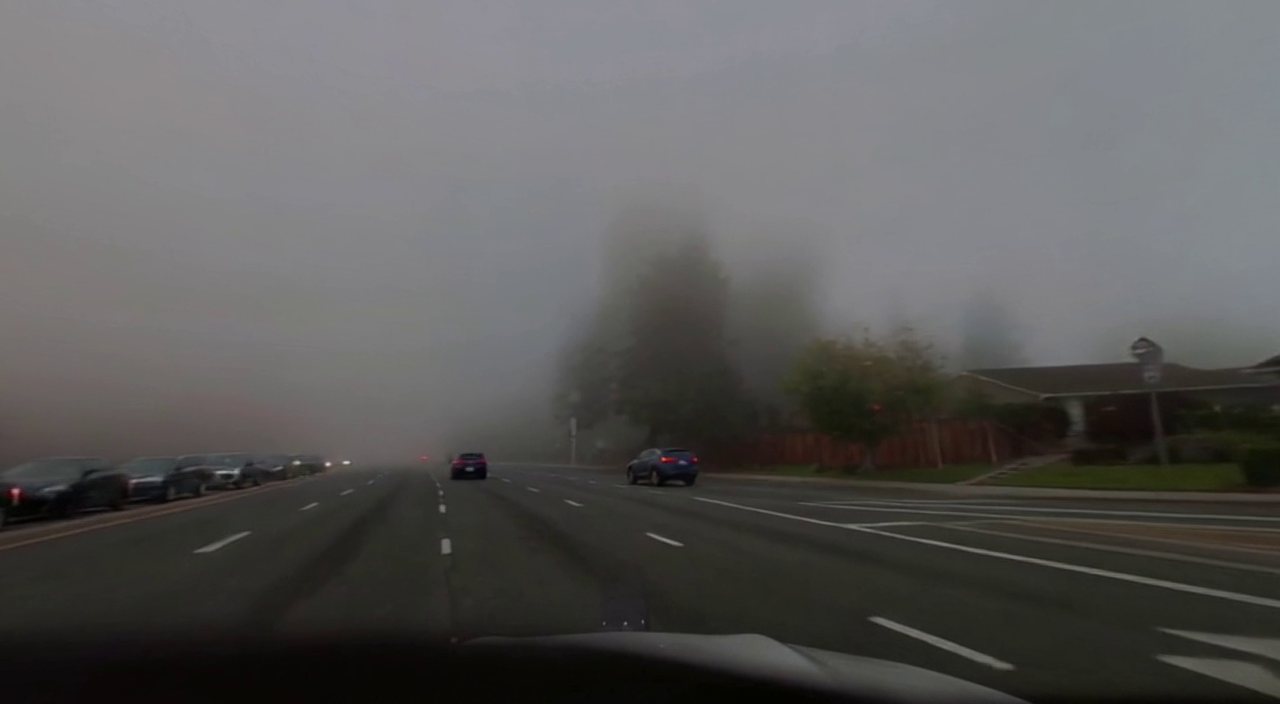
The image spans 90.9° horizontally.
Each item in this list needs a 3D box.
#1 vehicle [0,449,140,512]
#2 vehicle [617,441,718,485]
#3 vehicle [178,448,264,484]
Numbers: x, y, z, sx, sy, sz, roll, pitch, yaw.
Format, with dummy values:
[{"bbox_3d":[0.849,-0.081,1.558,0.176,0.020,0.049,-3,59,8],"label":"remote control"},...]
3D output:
[{"bbox_3d":[-15.713,3.326,16.860,2.043,1.431,4.659,3,-9,-18],"label":"vehicle"},{"bbox_3d":[1.122,4.964,28.577,2.102,1.798,4.995,5,-10,-31],"label":"vehicle"},{"bbox_3d":[-19.641,5.335,29.816,2.057,1.537,4.410,3,-9,-16],"label":"vehicle"}]
